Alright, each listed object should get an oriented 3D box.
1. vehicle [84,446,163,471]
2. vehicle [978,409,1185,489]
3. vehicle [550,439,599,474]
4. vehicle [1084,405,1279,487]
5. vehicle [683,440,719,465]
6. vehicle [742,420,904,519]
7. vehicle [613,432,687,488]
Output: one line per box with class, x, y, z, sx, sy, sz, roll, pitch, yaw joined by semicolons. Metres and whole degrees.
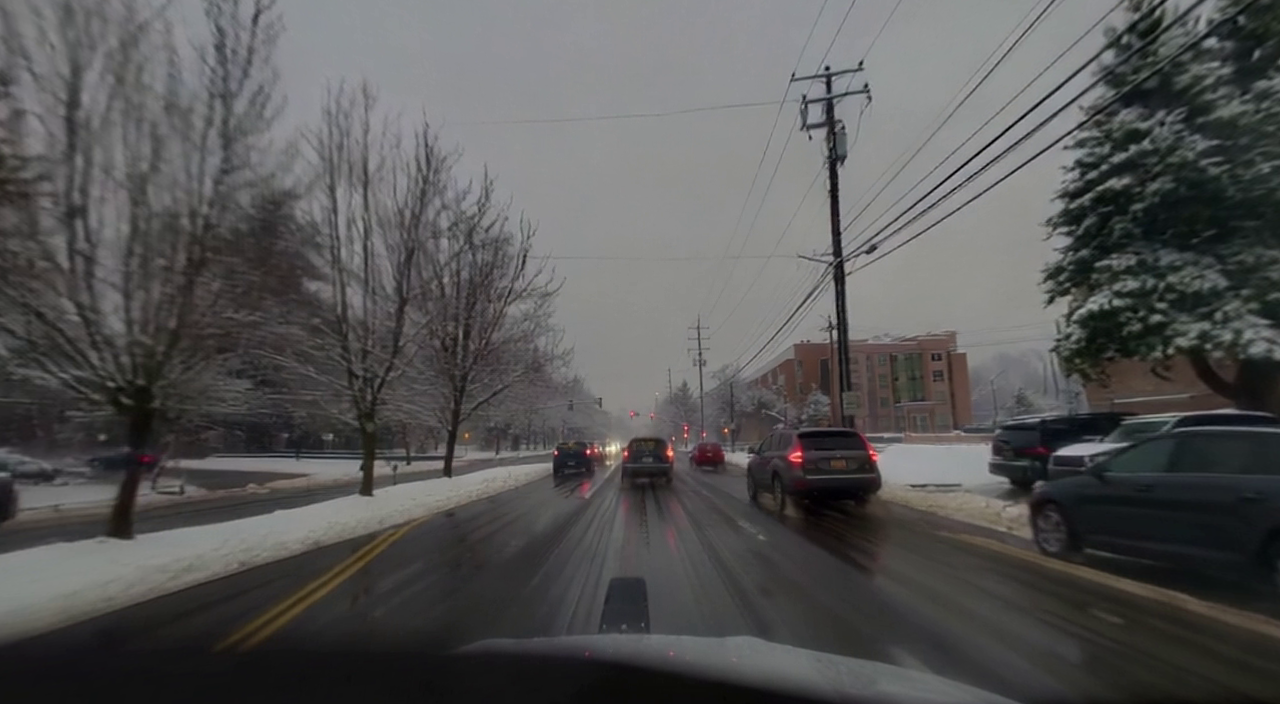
vehicle;-37.667;7.758;46.128;1.882;1.753;4.517;0;-8;0
vehicle;11.600;2.607;17.157;2.238;1.845;4.874;0;-8;3
vehicle;-2.965;4.813;29.354;2.104;1.488;4.546;0;-8;-4
vehicle;14.232;2.467;16.568;2.146;1.837;4.512;-1;-8;6
vehicle;3.985;6.639;41.782;1.880;1.503;4.130;0;-8;-1
vehicle;3.572;2.384;13.308;2.024;1.711;4.512;0;-8;0
vehicle;0.303;3.517;20.849;2.200;1.653;4.127;0;-8;0
